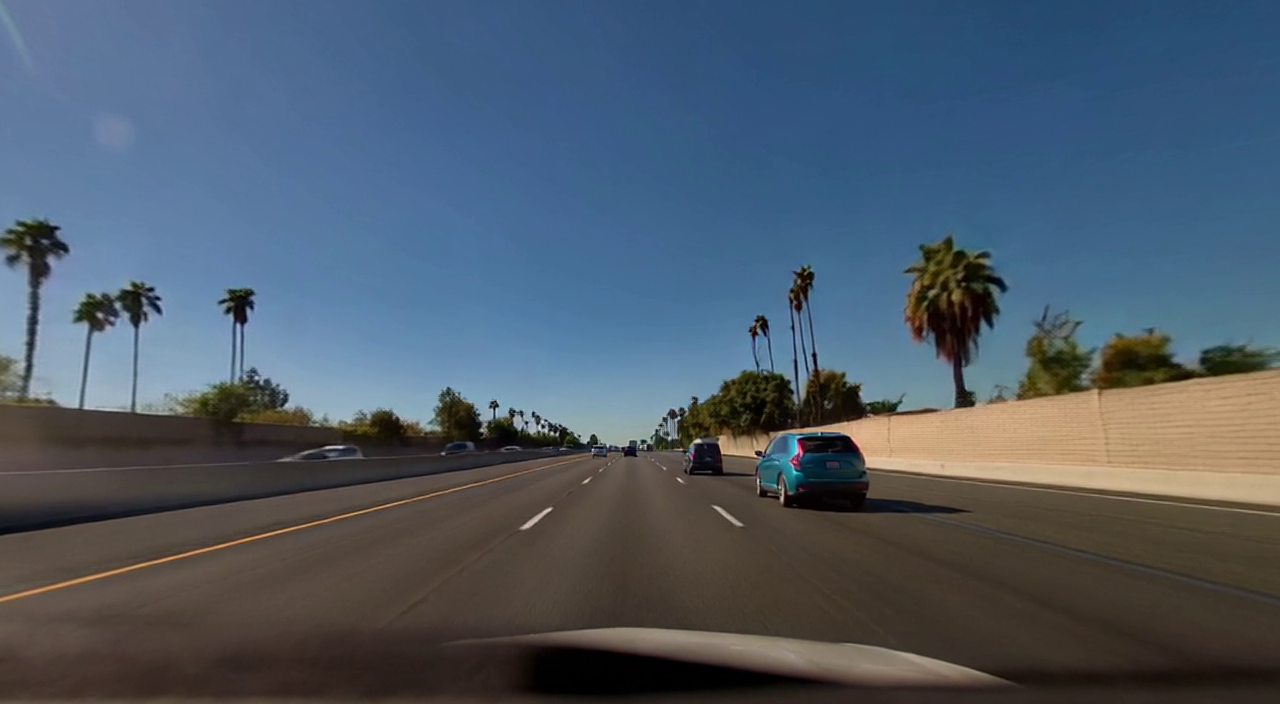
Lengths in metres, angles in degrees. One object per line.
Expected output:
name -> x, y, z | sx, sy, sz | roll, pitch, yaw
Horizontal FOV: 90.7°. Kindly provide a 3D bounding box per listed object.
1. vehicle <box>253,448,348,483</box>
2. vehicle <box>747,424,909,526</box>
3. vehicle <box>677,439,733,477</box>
vehicle -> -16.143, 5.411, 30.453 | 1.859, 1.496, 4.829 | 0, -8, 0
vehicle -> 3.528, 2.378, 12.805 | 1.910, 1.696, 4.187 | 0, -8, -1
vehicle -> 2.982, 4.986, 30.016 | 2.045, 1.688, 4.313 | 0, -8, -2
